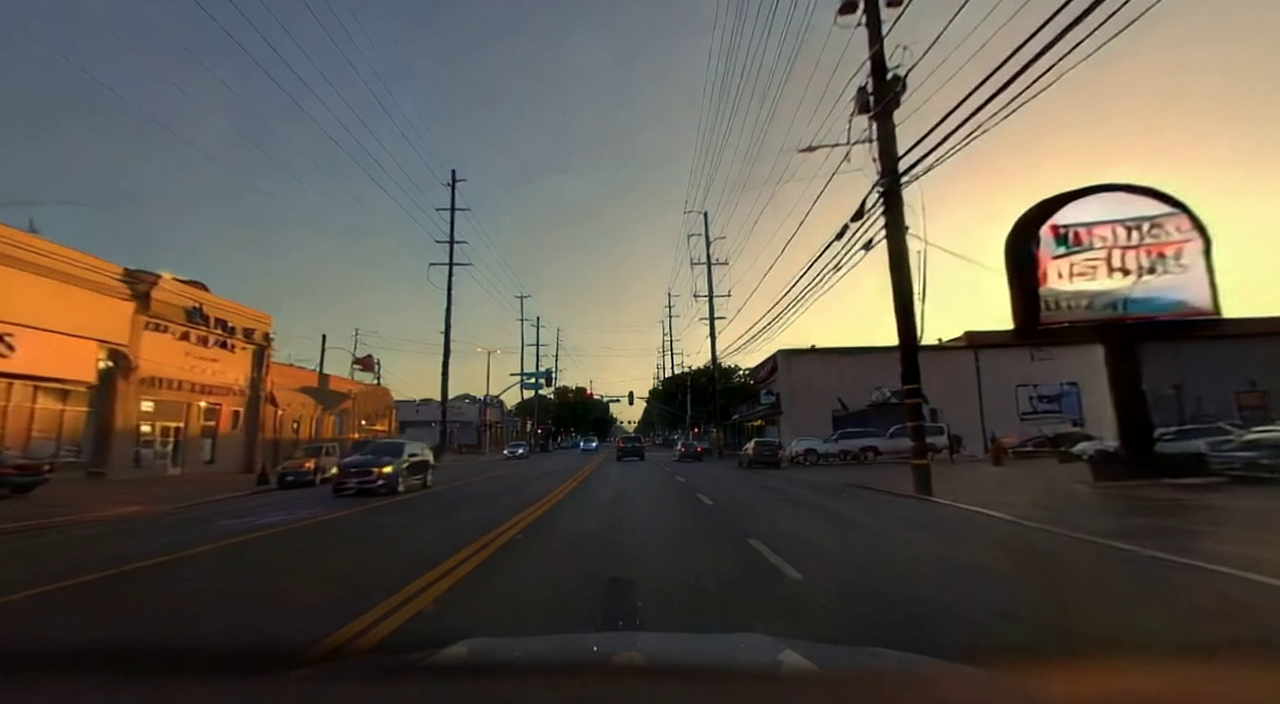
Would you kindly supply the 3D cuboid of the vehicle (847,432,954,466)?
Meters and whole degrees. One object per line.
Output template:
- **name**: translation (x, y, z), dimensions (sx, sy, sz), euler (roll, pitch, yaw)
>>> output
- **vehicle**: translation (15.077, 5.617, 36.768), dimensions (5.307, 1.877, 2.052), euler (0, -8, -1)

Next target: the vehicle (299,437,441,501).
- **vehicle**: translation (-7.282, 3.191, 17.677), dimensions (1.952, 1.536, 4.623), euler (0, -8, 0)

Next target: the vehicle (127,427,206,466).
- **vehicle**: translation (-33.069, 6.628, 44.206), dimensions (3.915, 2.641, 1.656), euler (1, -9, -3)

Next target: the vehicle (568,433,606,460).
- **vehicle**: translation (-3.910, 7.073, 47.356), dimensions (2.277, 1.904, 5.583), euler (0, -8, 1)

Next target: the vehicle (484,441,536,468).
- **vehicle**: translation (-7.435, 5.916, 36.631), dimensions (2.020, 1.479, 4.612), euler (0, -8, 0)

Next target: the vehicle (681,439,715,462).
- **vehicle**: translation (4.038, 6.964, 44.775), dimensions (1.926, 1.482, 4.442), euler (0, -8, -1)

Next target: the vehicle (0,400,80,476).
- **vehicle**: translation (-32.241, 4.555, 33.362), dimensions (3.976, 3.736, 2.624), euler (-6, -11, 33)

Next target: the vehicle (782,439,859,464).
- **vehicle**: translation (11.298, 6.261, 39.705), dimensions (4.238, 1.464, 1.862), euler (0, -9, 2)
